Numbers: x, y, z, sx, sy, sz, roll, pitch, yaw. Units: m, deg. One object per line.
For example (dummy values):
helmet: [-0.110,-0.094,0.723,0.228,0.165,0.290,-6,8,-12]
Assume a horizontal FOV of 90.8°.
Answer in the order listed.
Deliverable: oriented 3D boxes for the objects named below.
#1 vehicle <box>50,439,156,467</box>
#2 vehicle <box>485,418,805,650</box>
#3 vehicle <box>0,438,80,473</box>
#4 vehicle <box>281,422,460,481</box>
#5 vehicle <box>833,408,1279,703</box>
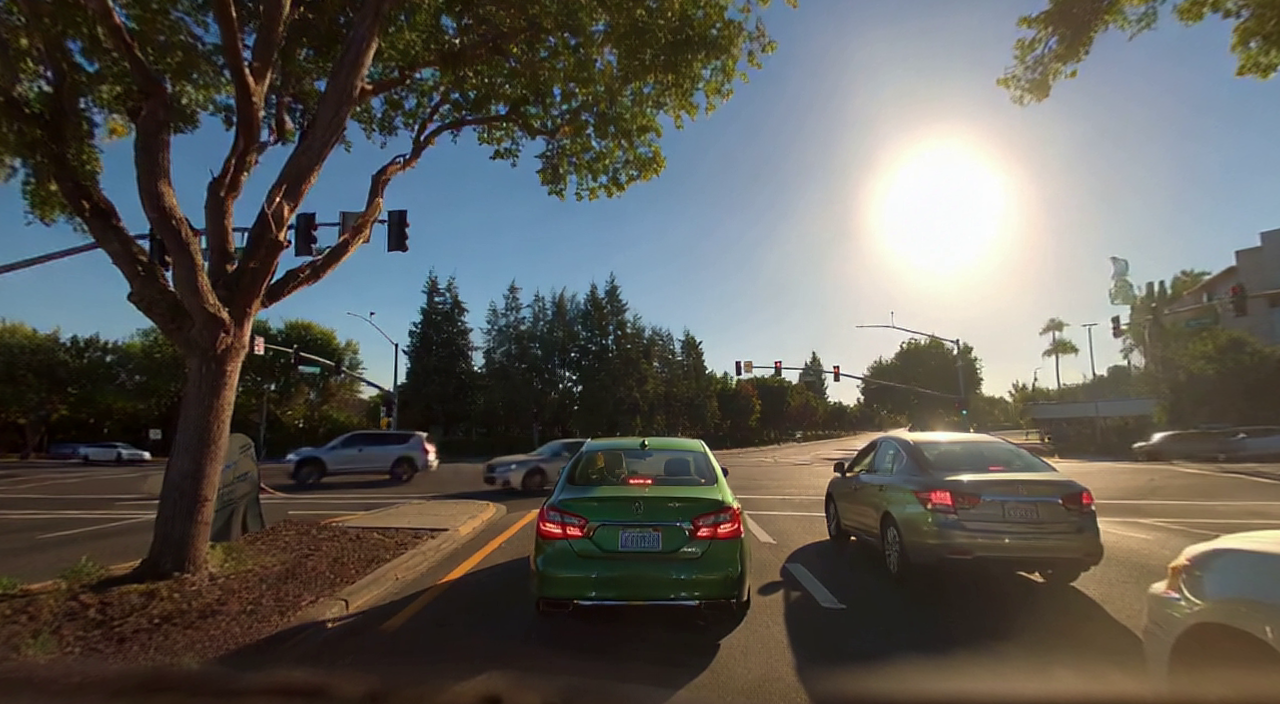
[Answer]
vehicle: [-31.840,5.986,37.515,4.754,1.583,1.954,-1,-9,7]
vehicle: [0.025,1.473,6.162,2.026,1.458,4.175,0,-9,0]
vehicle: [-30.362,5.018,30.778,4.517,1.637,1.935,-1,-9,8]
vehicle: [-8.785,3.278,20.996,1.998,1.709,4.984,-8,-11,42]
vehicle: [3.093,1.303,4.855,1.861,1.479,4.371,0,-9,0]
